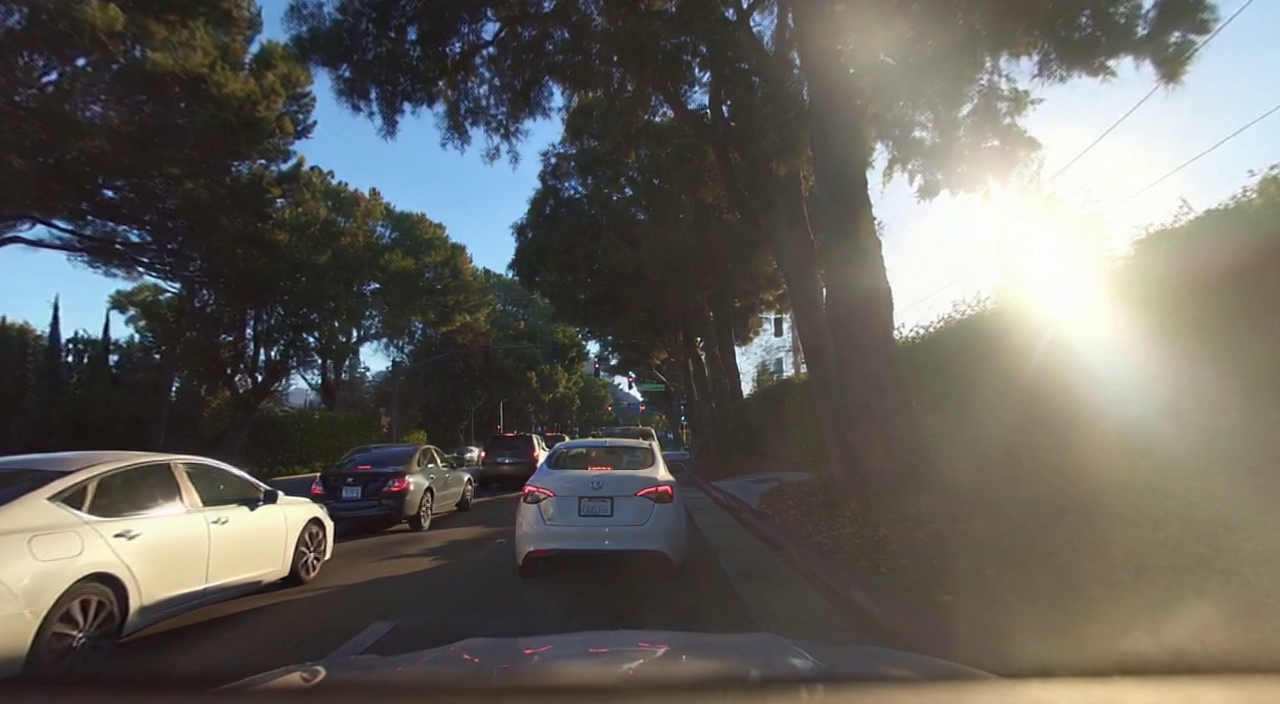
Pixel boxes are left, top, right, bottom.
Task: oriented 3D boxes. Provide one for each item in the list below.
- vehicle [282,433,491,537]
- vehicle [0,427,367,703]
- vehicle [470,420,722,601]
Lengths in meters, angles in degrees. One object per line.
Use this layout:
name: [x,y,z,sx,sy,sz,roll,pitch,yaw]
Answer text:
vehicle: [-4.252,2.280,11.543,1.898,1.503,4.453,0,-8,1]
vehicle: [-3.810,1.295,4.539,1.784,1.408,4.141,0,-8,1]
vehicle: [-0.421,1.649,7.475,2.127,1.517,4.090,0,-8,-1]
